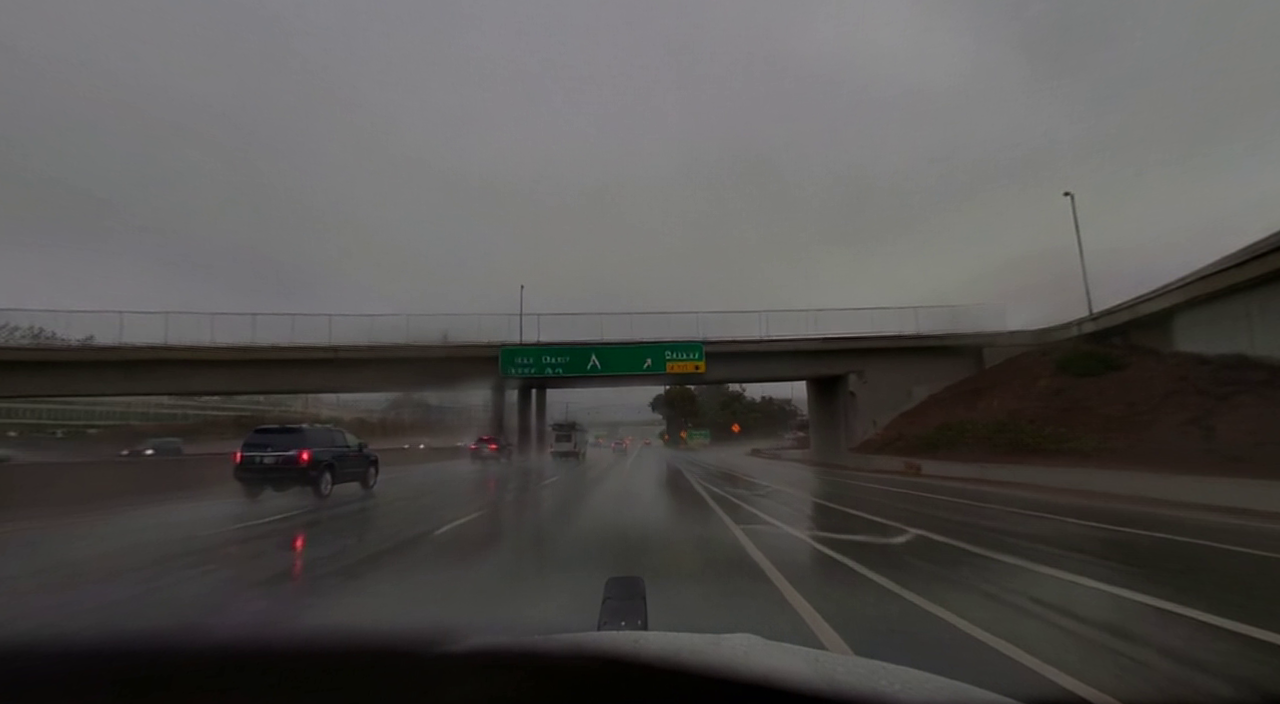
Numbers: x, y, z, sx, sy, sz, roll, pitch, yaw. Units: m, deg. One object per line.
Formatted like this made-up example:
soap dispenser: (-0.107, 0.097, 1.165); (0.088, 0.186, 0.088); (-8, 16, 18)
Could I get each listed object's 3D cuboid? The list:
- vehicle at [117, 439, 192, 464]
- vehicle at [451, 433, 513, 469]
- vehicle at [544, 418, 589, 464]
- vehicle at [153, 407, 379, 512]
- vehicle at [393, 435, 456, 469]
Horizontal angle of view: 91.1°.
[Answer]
vehicle: (-37.832, 7.772, 49.062); (2.125, 1.820, 4.546); (0, -8, 0)
vehicle: (-8.276, 5.249, 33.422); (2.109, 1.784, 4.709); (0, -8, -1)
vehicle: (-4.800, 5.986, 42.082); (2.301, 2.843, 6.458); (0, -8, -1)
vehicle: (-7.917, 2.335, 14.033); (2.179, 1.948, 4.618); (0, -8, 0)
vehicle: (-11.583, 5.391, 34.037); (1.900, 1.726, 4.236); (0, -8, -1)
